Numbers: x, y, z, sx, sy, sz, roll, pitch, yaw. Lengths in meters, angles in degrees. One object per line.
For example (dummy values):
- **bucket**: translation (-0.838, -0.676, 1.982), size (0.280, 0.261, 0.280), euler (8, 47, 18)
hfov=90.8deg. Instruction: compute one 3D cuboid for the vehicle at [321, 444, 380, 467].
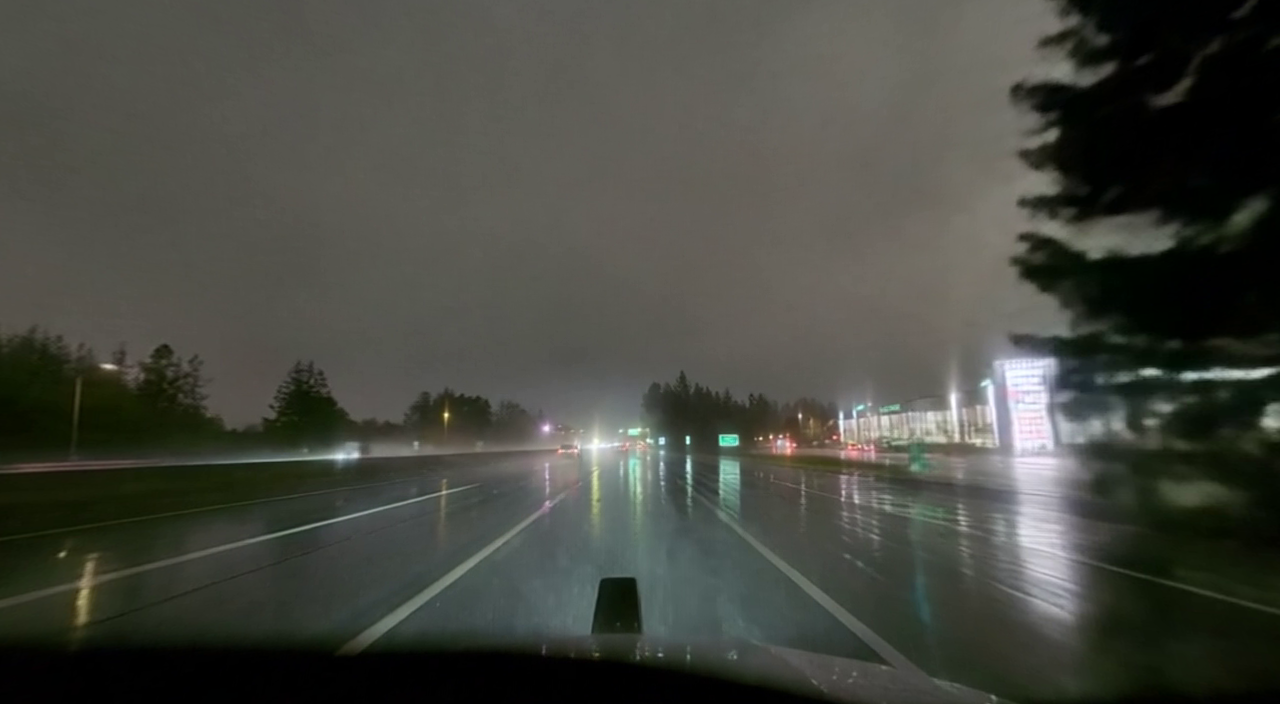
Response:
- **vehicle**: translation (-22.762, 8.144, 49.931), size (2.067, 1.638, 5.404), euler (0, -9, 0)
